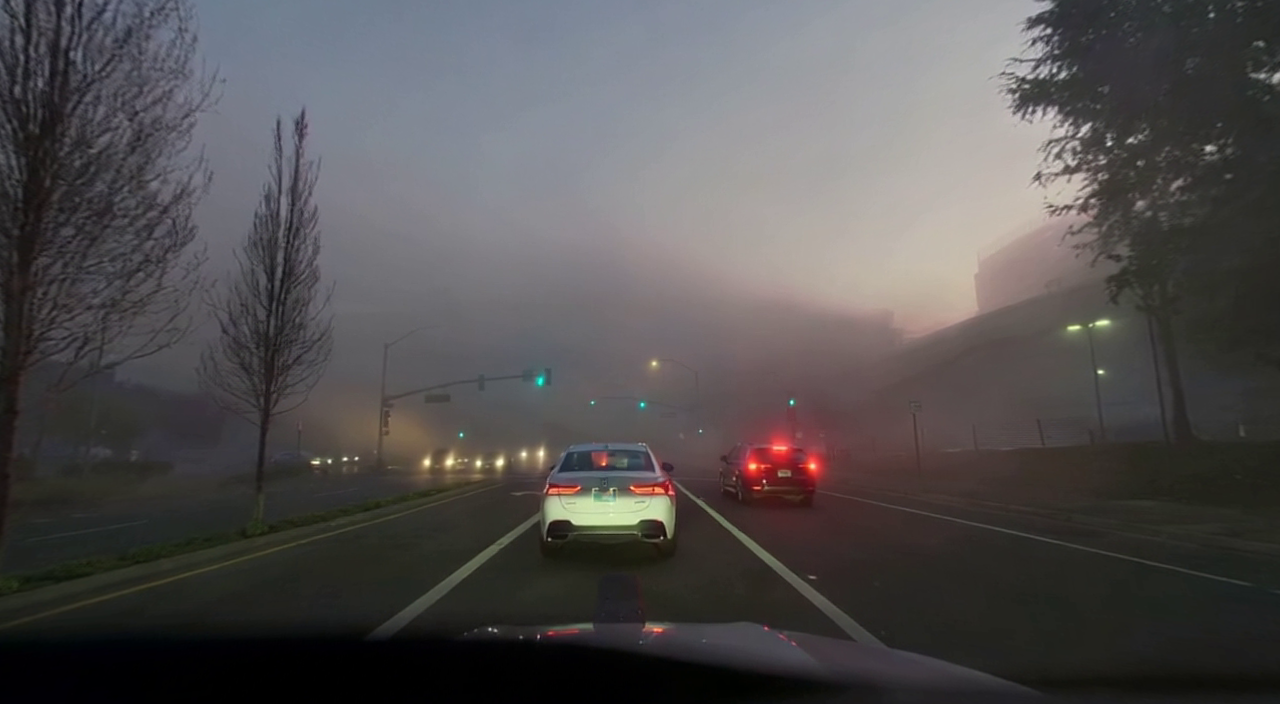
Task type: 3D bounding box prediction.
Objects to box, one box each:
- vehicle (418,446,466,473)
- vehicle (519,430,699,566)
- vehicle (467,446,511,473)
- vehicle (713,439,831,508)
[{"bbox_3d":[-13.597,7.392,43.705,1.985,1.689,4.461,0,-9,-2],"label":"vehicle"},{"bbox_3d":[-0.387,1.903,8.889,2.006,1.487,3.535,0,-9,-1],"label":"vehicle"},{"bbox_3d":[-9.087,6.503,38.307,1.824,1.513,4.254,0,-9,-3],"label":"vehicle"},{"bbox_3d":[3.117,2.962,15.882,1.910,1.474,4.263,0,-9,-2],"label":"vehicle"}]
